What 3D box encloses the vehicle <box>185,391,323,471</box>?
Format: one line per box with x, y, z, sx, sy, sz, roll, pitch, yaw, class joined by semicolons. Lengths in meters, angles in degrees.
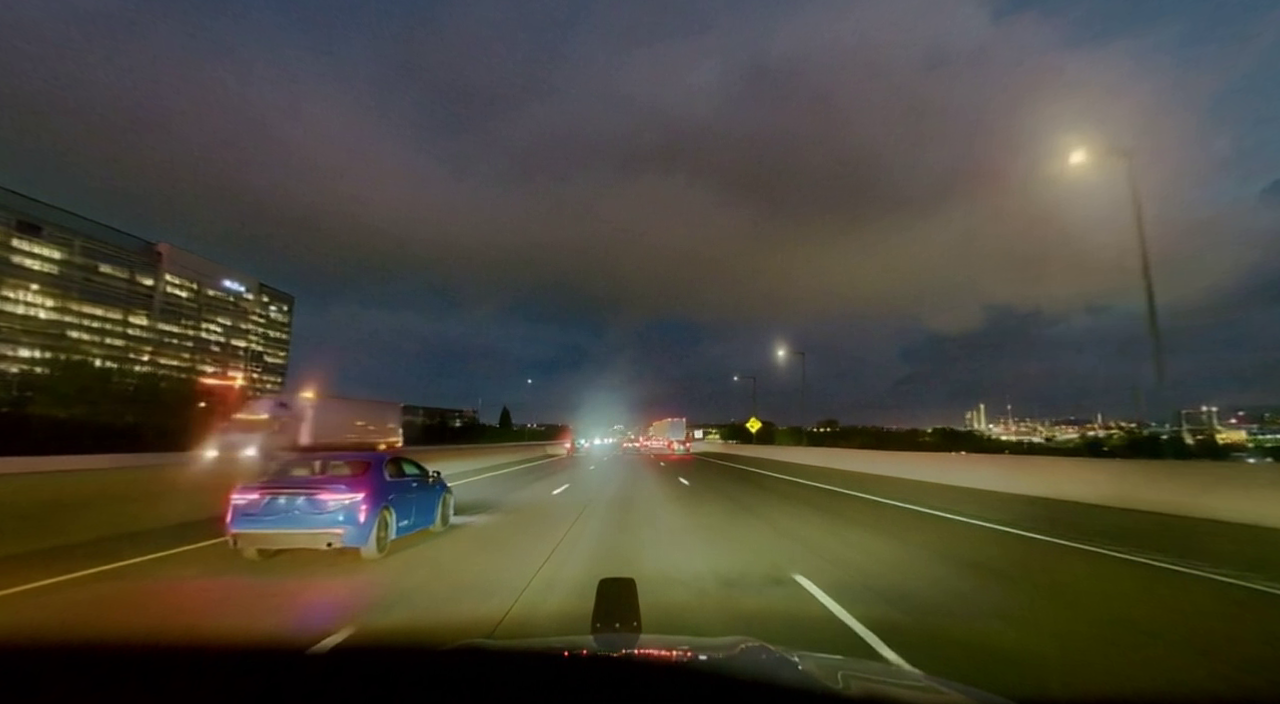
-20.999;4.381;34.716;3.613;3.912;6.088;-1;-8;0;vehicle

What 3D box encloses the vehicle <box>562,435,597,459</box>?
-4.415;7.042;46.715;2.271;1.626;4.463;0;-8;-1;vehicle
